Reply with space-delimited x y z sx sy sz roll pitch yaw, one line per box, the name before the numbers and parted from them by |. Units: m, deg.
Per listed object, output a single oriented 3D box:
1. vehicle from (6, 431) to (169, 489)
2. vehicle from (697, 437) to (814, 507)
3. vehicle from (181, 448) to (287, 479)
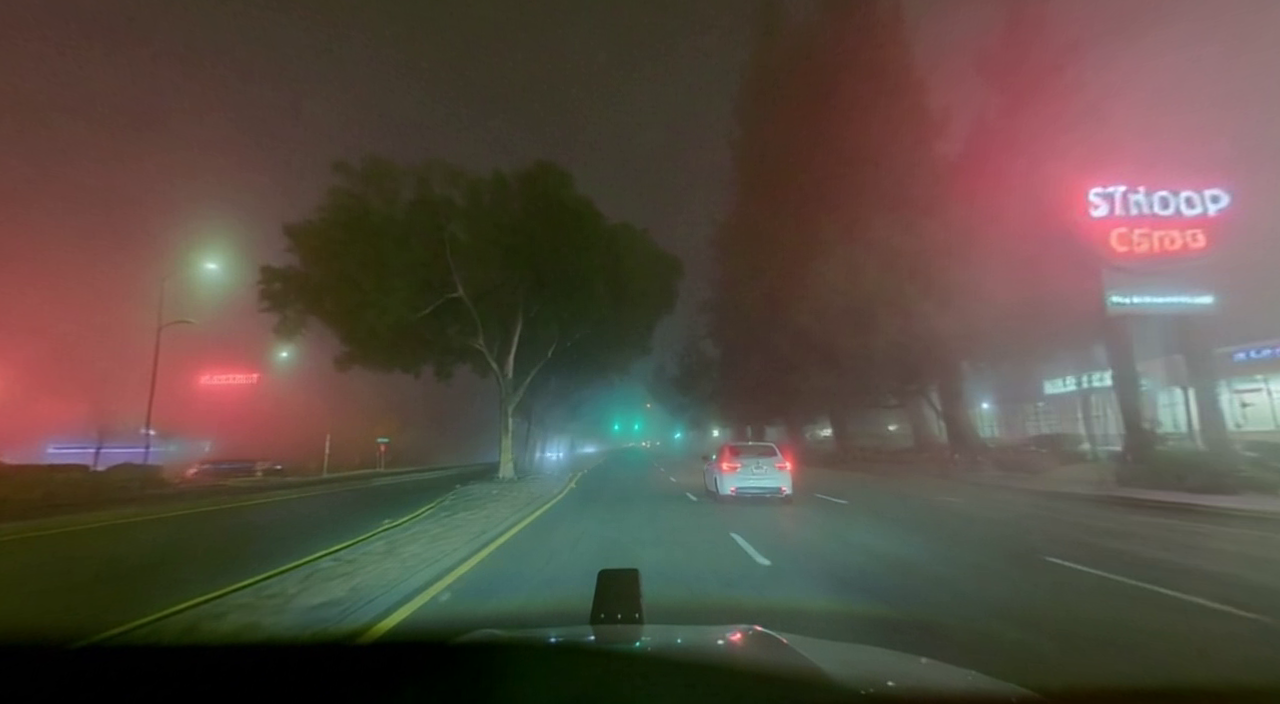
vehicle | -28.192 5.505 32.484 5.802 2.743 2.245 5 -10 -32
vehicle | 2.678 2.917 15.778 2.015 1.479 4.444 0 -9 -1
vehicle | -28.648 7.864 44.632 6.011 2.042 2.375 5 -10 -31
